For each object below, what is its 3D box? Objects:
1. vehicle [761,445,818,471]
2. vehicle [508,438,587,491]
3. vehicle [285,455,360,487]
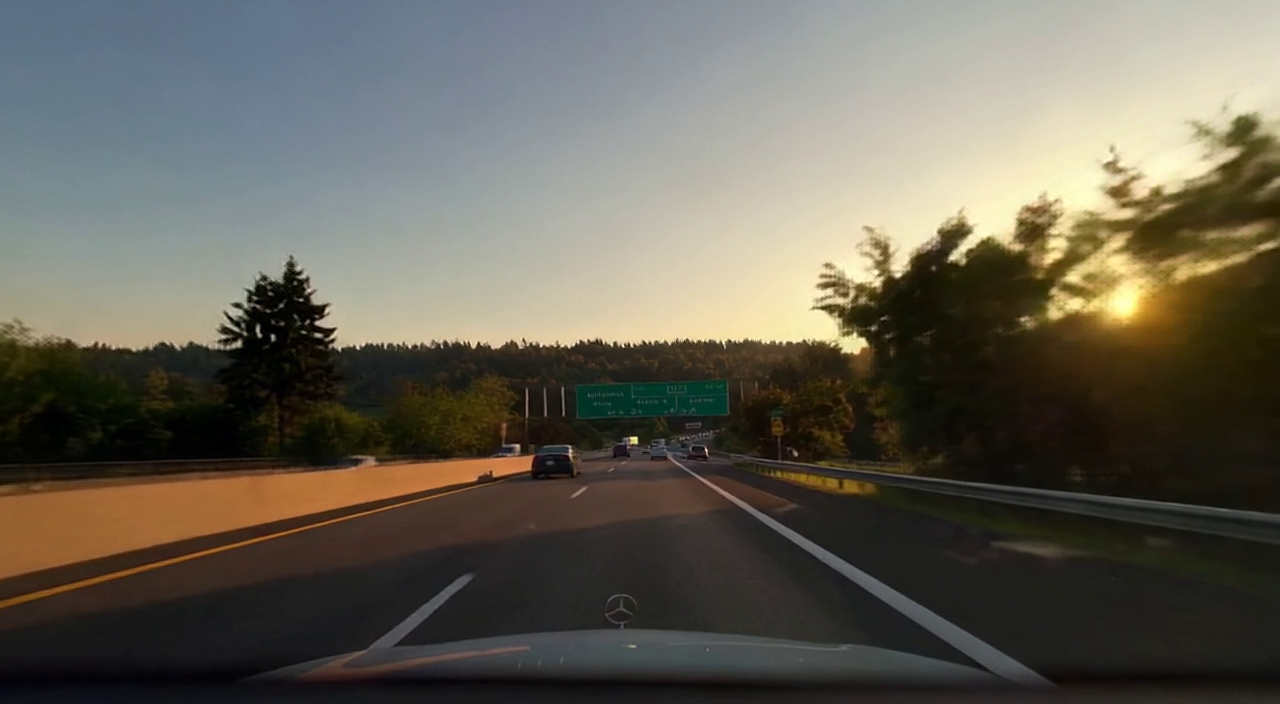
[{"bbox_3d":[10.301,7.325,43.831,2.021,1.639,4.203,2,-9,-16],"label":"vehicle"},{"bbox_3d":[-3.096,3.859,22.039,2.037,1.638,4.274,0,-8,1],"label":"vehicle"},{"bbox_3d":[-16.231,6.081,32.459,1.860,1.440,3.729,0,-8,1],"label":"vehicle"}]
